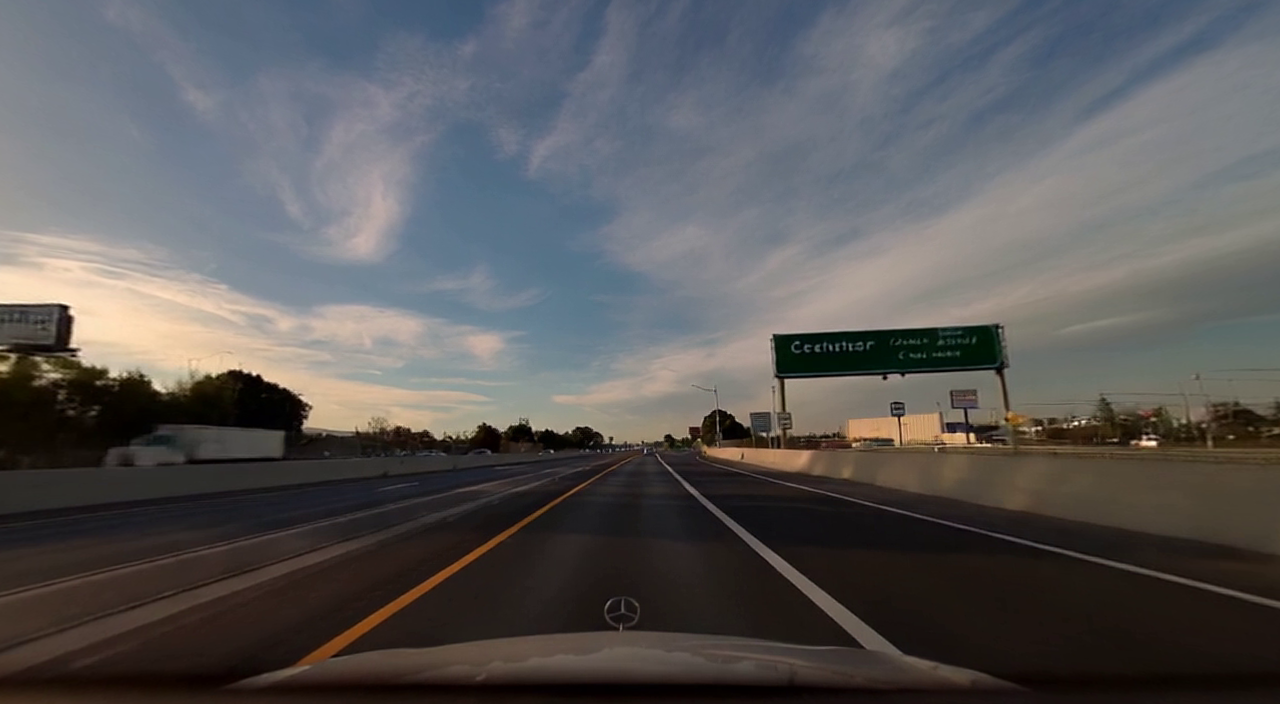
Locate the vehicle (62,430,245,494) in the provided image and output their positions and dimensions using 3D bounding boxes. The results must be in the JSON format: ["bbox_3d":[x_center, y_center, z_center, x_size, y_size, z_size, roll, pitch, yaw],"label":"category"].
[{"bbox_3d":[-16.961,3.866,22.438,2.294,1.994,5.209,0,-9,0],"label":"vehicle"}]
